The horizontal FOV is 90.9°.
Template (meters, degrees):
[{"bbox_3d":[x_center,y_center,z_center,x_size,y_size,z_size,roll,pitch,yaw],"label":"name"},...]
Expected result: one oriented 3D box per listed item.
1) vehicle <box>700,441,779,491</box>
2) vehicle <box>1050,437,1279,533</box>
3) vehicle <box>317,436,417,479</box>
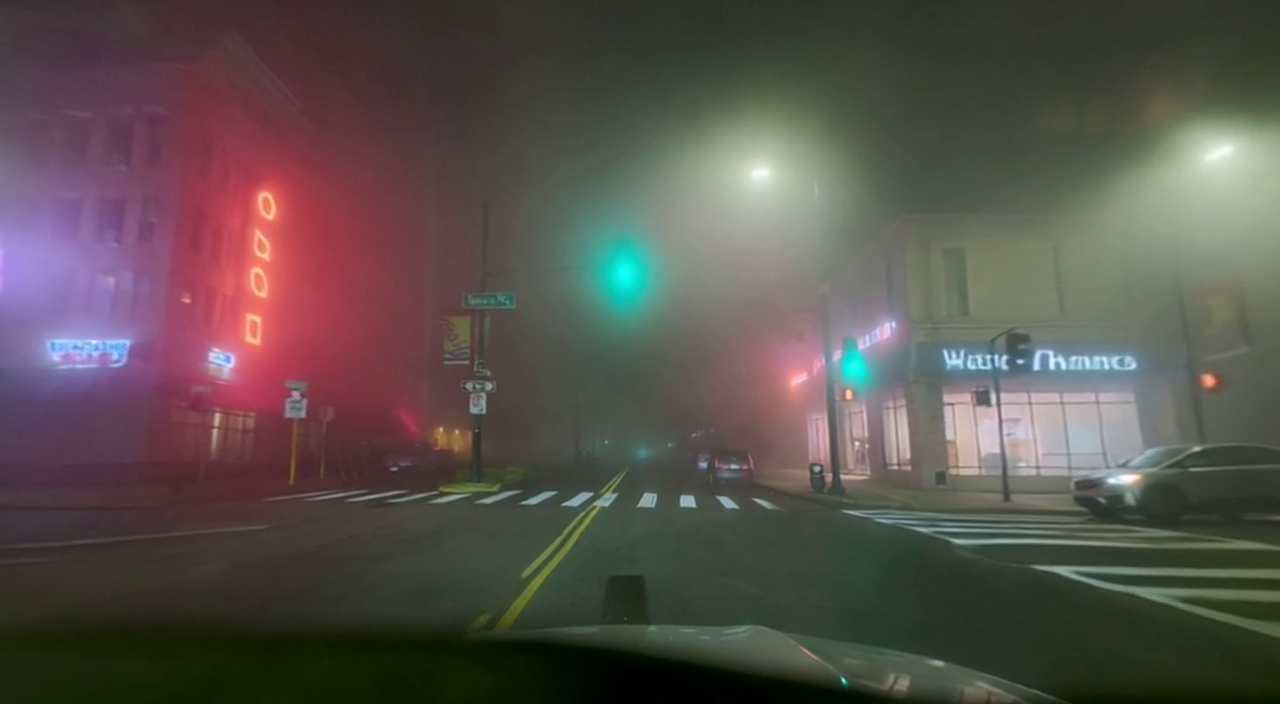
[{"bbox_3d":[3.427,4.013,22.643,2.120,1.560,4.402,0,-7,0],"label":"vehicle"},{"bbox_3d":[10.175,2.274,11.186,4.330,1.517,2.045,0,-7,0],"label":"vehicle"},{"bbox_3d":[-12.410,4.696,28.548,4.447,1.790,2.206,-6,-9,38],"label":"vehicle"}]
